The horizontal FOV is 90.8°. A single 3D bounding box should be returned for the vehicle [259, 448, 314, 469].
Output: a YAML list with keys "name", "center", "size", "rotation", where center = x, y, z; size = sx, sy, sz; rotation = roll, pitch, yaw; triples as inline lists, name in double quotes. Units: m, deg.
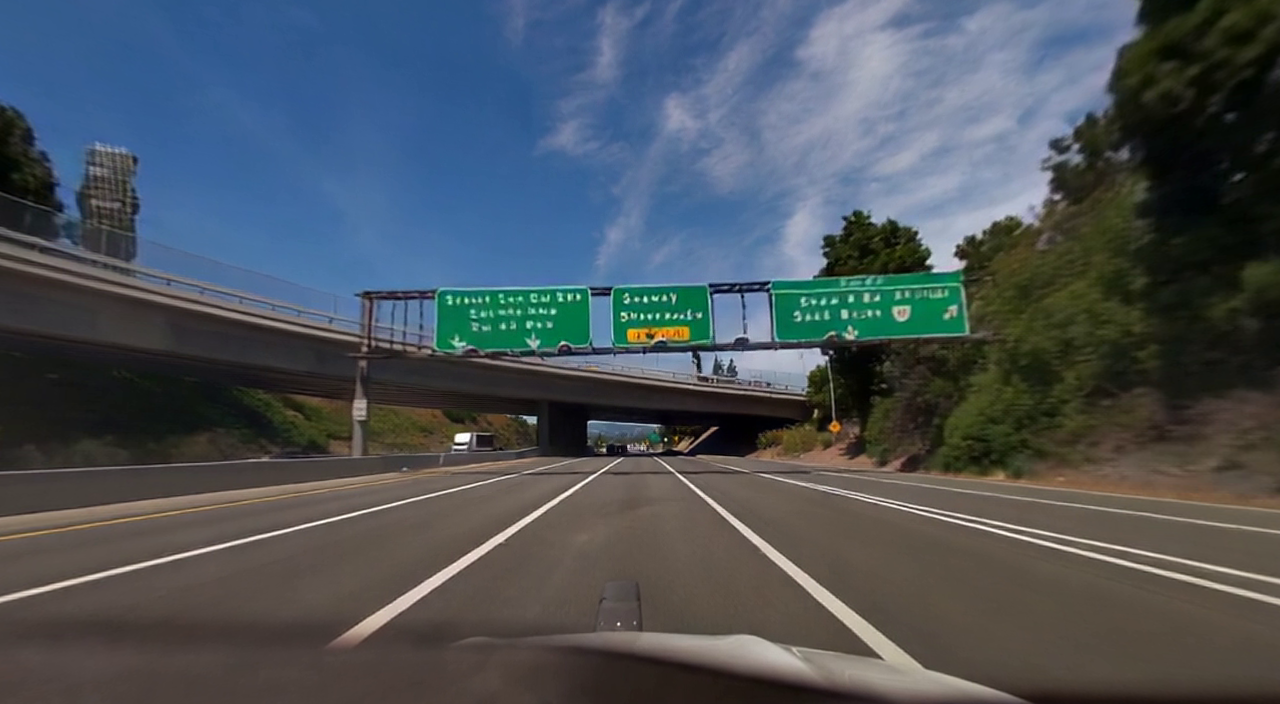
- name: "vehicle"
  center: [-27.058, 8.139, 48.503]
  size: [1.766, 1.546, 4.362]
  rotation: [0, -9, -1]
